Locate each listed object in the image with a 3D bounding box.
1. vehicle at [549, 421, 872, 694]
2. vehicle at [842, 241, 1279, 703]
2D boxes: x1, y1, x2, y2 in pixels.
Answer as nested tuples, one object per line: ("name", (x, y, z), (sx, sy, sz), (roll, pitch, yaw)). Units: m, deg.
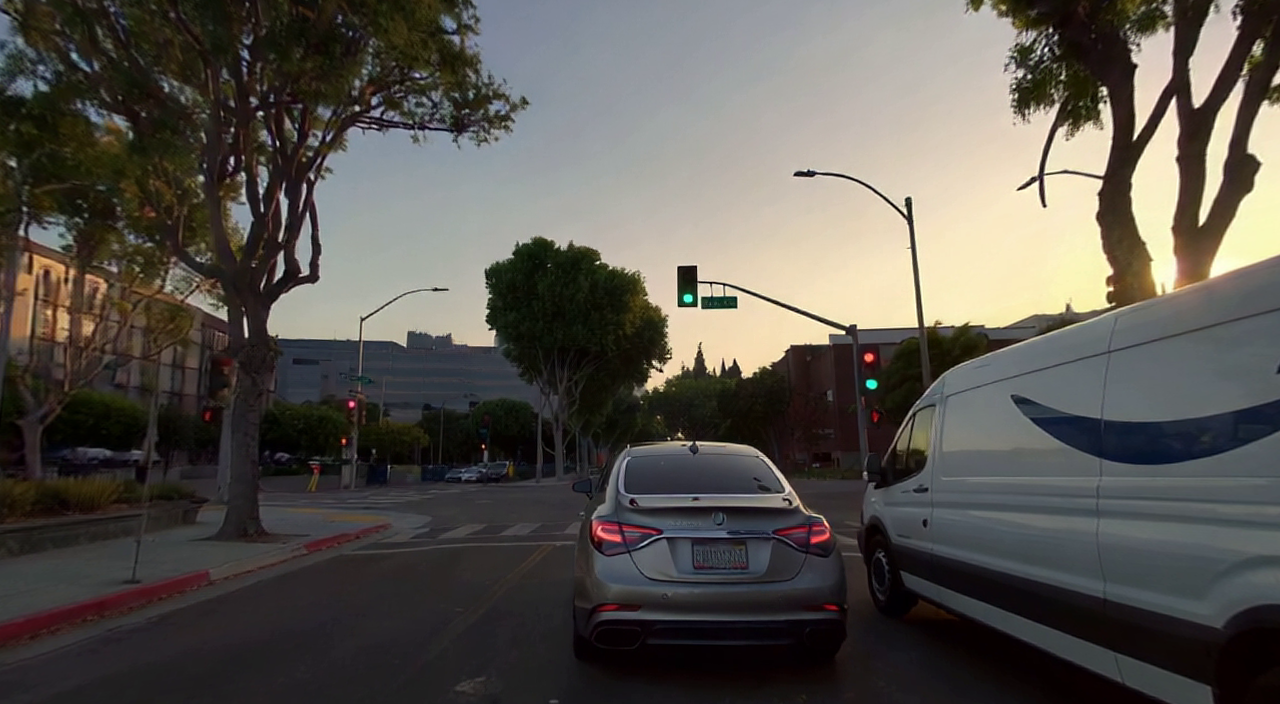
("vehicle", (0.393, 1.590, 5.729), (1.961, 1.629, 3.610), (1, -11, -1))
("vehicle", (2.849, 0.891, 2.899), (2.054, 1.965, 5.248), (1, -11, 0))
